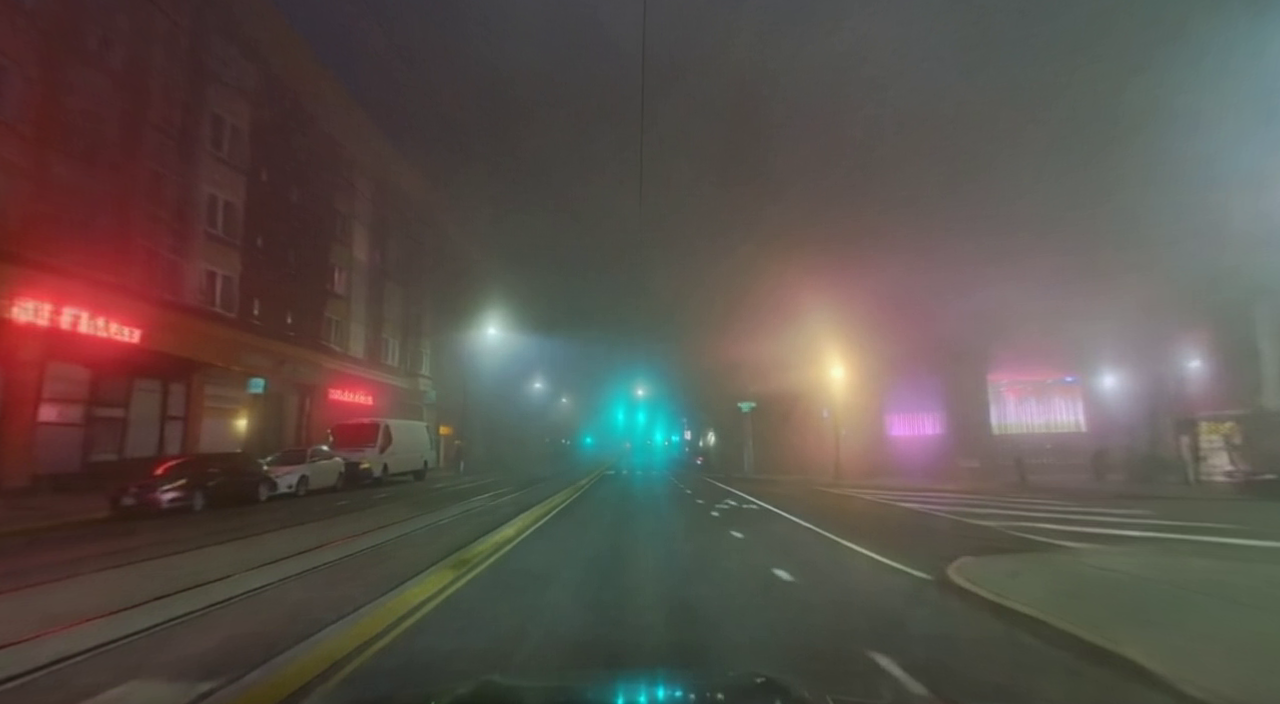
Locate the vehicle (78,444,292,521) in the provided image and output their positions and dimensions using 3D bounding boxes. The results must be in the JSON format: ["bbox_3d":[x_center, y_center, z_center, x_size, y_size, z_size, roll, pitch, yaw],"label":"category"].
[{"bbox_3d":[-10.066,2.862,14.436,1.897,1.464,4.209,1,-8,-3],"label":"vehicle"}]

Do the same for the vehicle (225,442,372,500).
[{"bbox_3d":[-10.169,3.539,19.282,1.789,1.484,4.916,-1,-8,0],"label":"vehicle"}]

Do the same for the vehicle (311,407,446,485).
[{"bbox_3d":[-10.590,3.926,26.553,2.378,2.765,7.920,0,-8,-1],"label":"vehicle"}]

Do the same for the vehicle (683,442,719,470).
[{"bbox_3d":[3.593,6.144,37.510,1.819,1.546,3.681,0,-8,1],"label":"vehicle"}]
